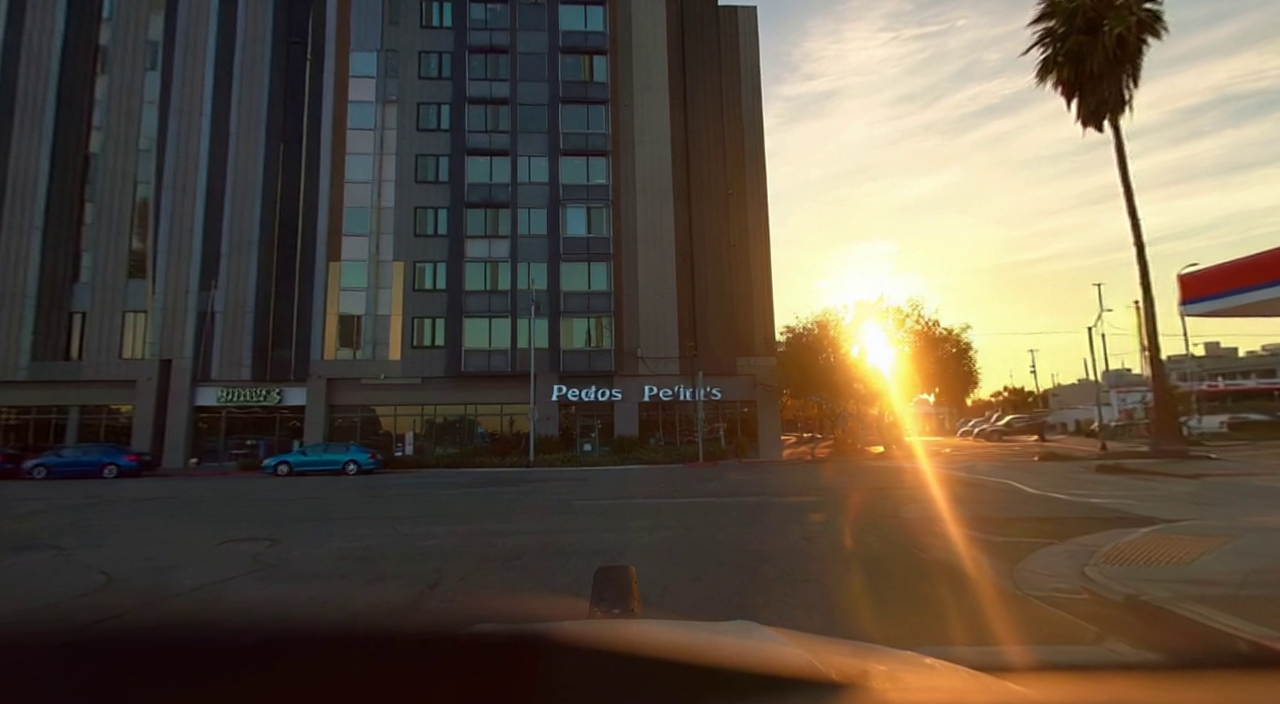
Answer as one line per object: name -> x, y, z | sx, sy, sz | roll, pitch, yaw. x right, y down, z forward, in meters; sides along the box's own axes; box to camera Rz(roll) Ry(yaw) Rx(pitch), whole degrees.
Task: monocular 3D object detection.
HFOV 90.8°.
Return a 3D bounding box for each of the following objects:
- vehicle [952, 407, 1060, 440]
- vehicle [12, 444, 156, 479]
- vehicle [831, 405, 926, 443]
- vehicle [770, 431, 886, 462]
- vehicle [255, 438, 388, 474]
vehicle -> 28.582, 5.604, 49.482 | 7.026, 2.329, 2.545 | 1, -6, -4
vehicle -> -23.608, 4.667, 26.948 | 4.321, 1.430, 1.775 | 0, -9, -2
vehicle -> 16.128, 4.931, 42.912 | 5.524, 2.504, 2.196 | 1, -9, -3
vehicle -> 8.599, 4.372, 29.098 | 4.782, 1.371, 1.763 | 1, -9, -5
vehicle -> -13.929, 4.570, 27.799 | 4.857, 1.497, 1.811 | 0, -9, 2
